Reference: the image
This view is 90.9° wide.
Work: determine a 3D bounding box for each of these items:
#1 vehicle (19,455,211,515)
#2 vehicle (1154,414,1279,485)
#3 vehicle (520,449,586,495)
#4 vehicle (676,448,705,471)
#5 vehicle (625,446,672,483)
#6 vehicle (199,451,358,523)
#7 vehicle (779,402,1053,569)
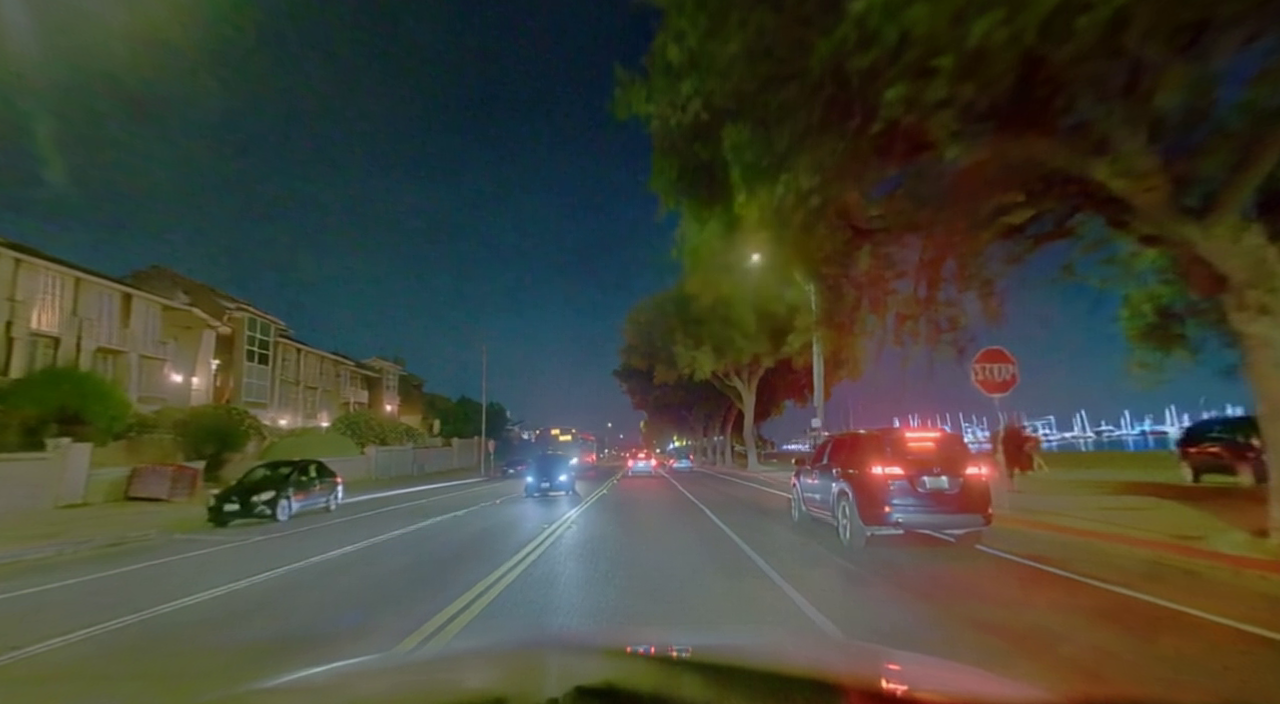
[{"bbox_3d":[-17.445,4.414,21.178,4.371,1.813,2.086,1,-9,-6],"label":"vehicle"},{"bbox_3d":[15.124,2.230,14.749,1.967,1.526,5.016,-4,-9,1],"label":"vehicle"},{"bbox_3d":[-3.218,4.512,24.083,1.893,1.583,4.107,-1,-9,1],"label":"vehicle"},{"bbox_3d":[3.874,8.325,48.988,1.876,1.626,3.851,0,-9,-1],"label":"vehicle"},{"bbox_3d":[0.375,5.440,30.713,2.132,1.632,3.838,0,-9,0],"label":"vehicle"},{"bbox_3d":[-10.755,3.983,19.281,2.107,1.868,4.690,0,-9,-1],"label":"vehicle"},{"bbox_3d":[3.508,1.800,9.159,2.000,1.809,4.405,-1,-9,1],"label":"vehicle"}]
